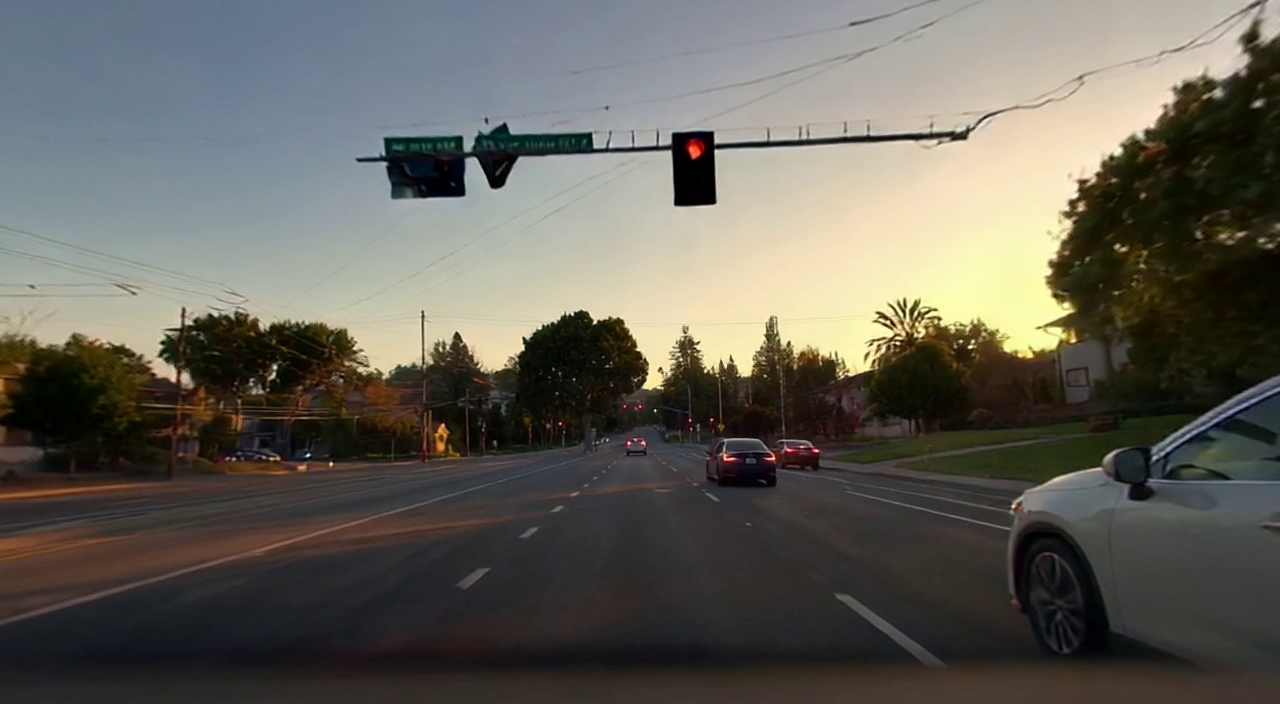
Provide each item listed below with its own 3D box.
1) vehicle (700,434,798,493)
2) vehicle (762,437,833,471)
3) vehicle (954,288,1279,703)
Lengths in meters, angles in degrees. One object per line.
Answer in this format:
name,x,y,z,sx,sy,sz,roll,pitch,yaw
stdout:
vehicle,2.889,3.058,17.593,1.889,1.451,4.180,0,-9,-1
vehicle,7.246,4.747,29.428,2.010,1.421,4.586,0,-9,-2
vehicle,3.061,0.634,1.602,2.129,1.761,4.610,0,-9,0
